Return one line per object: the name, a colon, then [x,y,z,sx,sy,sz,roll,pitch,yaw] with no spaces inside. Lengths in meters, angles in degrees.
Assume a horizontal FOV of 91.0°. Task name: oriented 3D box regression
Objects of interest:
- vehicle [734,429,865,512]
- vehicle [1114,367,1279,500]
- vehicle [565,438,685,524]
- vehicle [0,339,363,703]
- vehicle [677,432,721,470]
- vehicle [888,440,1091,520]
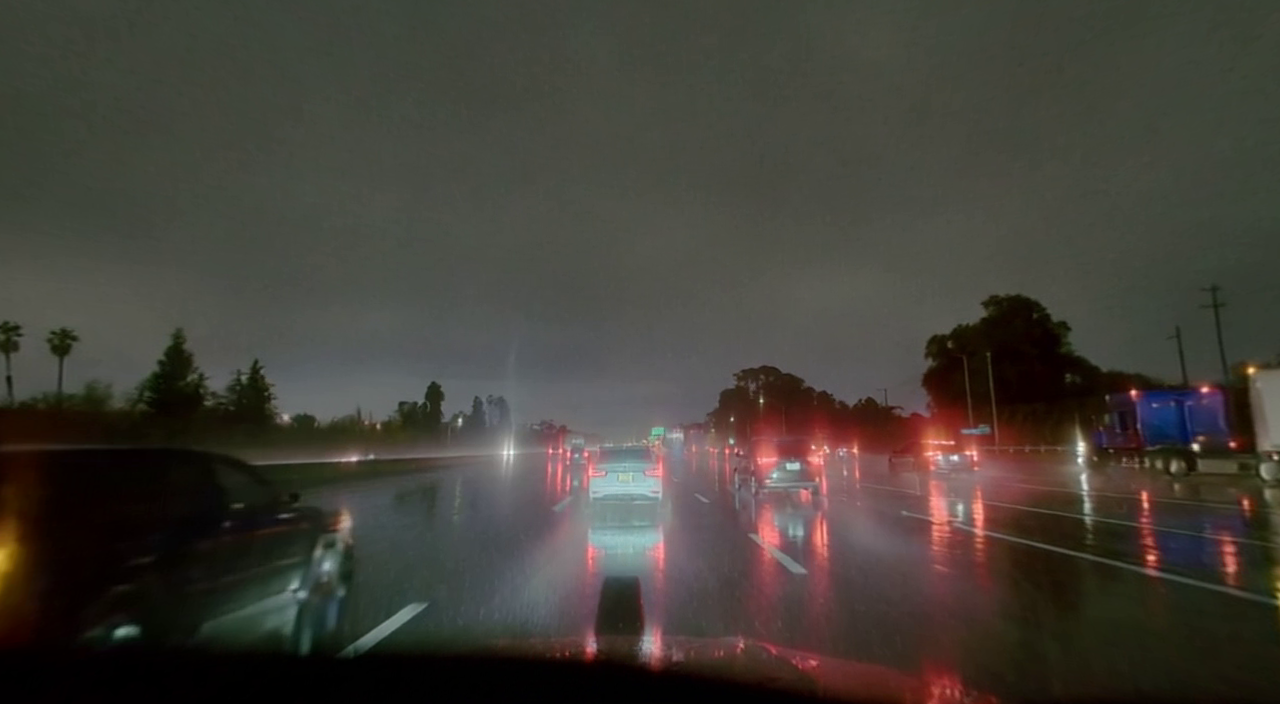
vehicle: [3.569,2.734,14.992,2.053,1.666,4.106,0,-9,0]
vehicle: [20.119,2.672,20.348,3.061,3.869,7.169,2,-9,-10]
vehicle: [-0.220,2.605,13.286,2.132,1.499,4.038,0,-9,1]
vehicle: [-4.072,1.036,4.483,2.079,1.741,4.436,0,-9,1]
vehicle: [3.893,6.656,42.423,2.440,2.313,5.266,0,-9,0]
vehicle: [7.599,2.799,14.349,2.021,1.505,4.480,0,-9,0]
